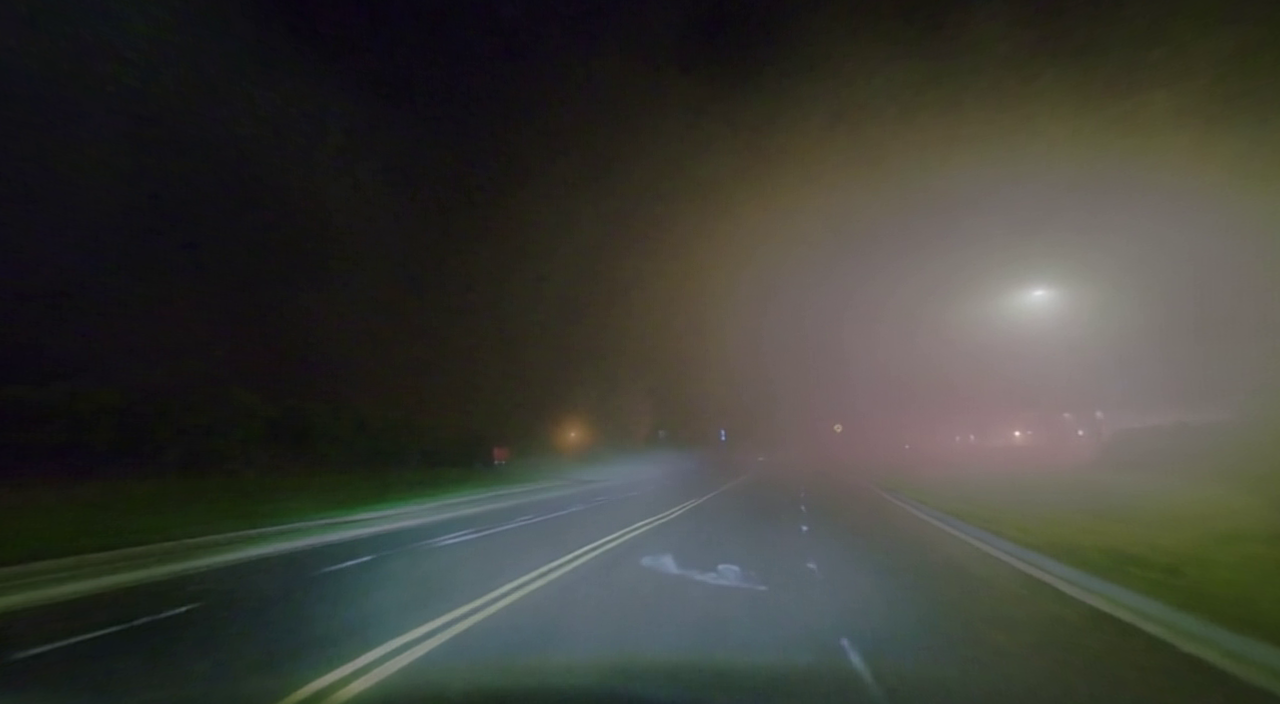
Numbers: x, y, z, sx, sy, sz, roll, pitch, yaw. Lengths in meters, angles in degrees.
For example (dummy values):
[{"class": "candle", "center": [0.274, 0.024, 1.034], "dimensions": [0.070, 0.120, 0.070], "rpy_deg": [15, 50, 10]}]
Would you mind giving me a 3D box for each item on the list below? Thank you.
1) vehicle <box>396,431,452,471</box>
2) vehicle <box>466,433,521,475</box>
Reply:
[{"class": "vehicle", "center": [-10.553, 4.781, 30.638], "dimensions": [2.192, 1.740, 4.521], "rpy_deg": [4, -9, -22]}, {"class": "vehicle", "center": [-6.927, 4.846, 30.058], "dimensions": [2.244, 1.796, 5.170], "rpy_deg": [2, -9, -12]}]
